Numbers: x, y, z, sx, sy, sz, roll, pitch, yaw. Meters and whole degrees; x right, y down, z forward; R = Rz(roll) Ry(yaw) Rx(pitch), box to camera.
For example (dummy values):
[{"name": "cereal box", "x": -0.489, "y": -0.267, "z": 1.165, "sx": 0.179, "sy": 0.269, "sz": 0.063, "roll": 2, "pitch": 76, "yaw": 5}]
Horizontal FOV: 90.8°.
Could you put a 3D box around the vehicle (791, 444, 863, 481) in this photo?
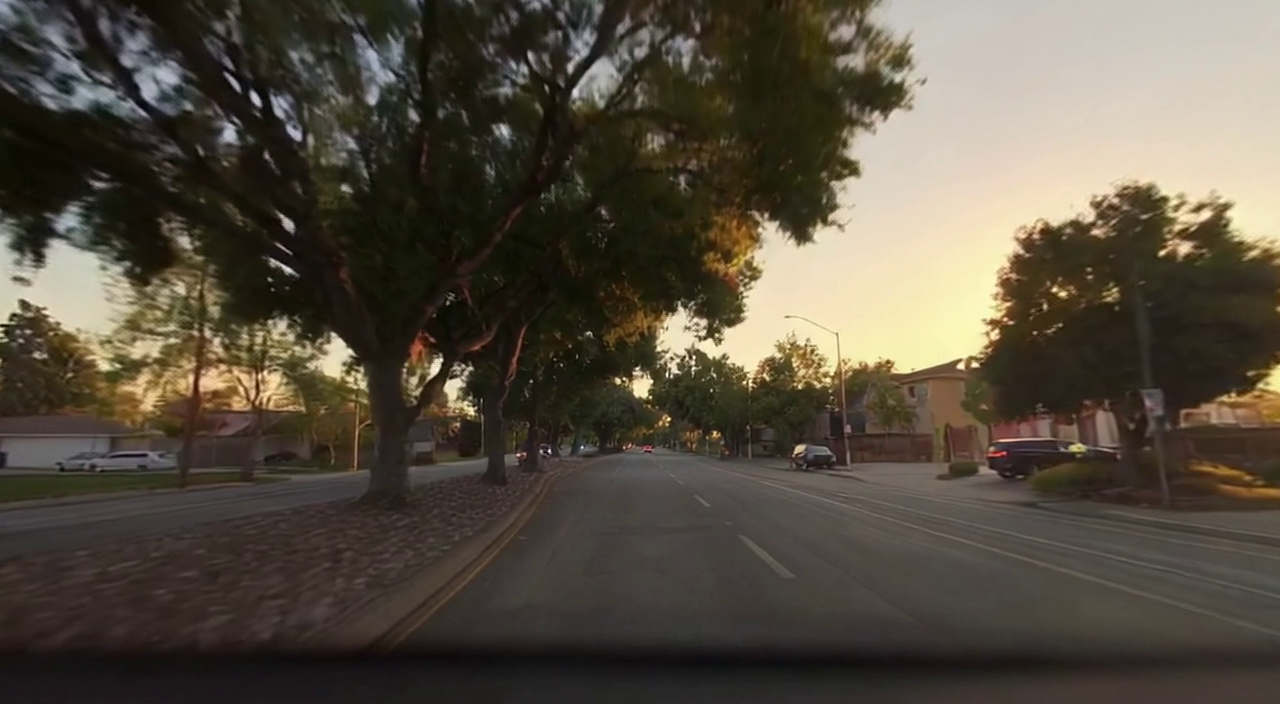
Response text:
[{"name": "vehicle", "x": 9.410, "y": 5.583, "z": 32.212, "sx": 2.096, "sy": 1.703, "sz": 4.583, "roll": 0, "pitch": -9, "yaw": -2}]

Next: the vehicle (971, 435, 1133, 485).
[{"name": "vehicle", "x": 15.516, "y": 4.097, "z": 24.029, "sx": 4.605, "sy": 1.779, "sz": 2.135, "roll": 0, "pitch": -9, "yaw": 0}]

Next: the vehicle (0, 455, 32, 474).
[{"name": "vehicle", "x": -49.278, "y": 8.701, "z": 48.959, "sx": 4.083, "sy": 1.423, "sz": 1.885, "roll": -5, "pitch": -10, "yaw": 30}]

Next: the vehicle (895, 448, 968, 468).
[{"name": "vehicle", "x": 21.719, "y": 7.888, "z": 47.197, "sx": 4.465, "sy": 1.460, "sz": 1.901, "roll": 0, "pitch": -8, "yaw": 1}]
